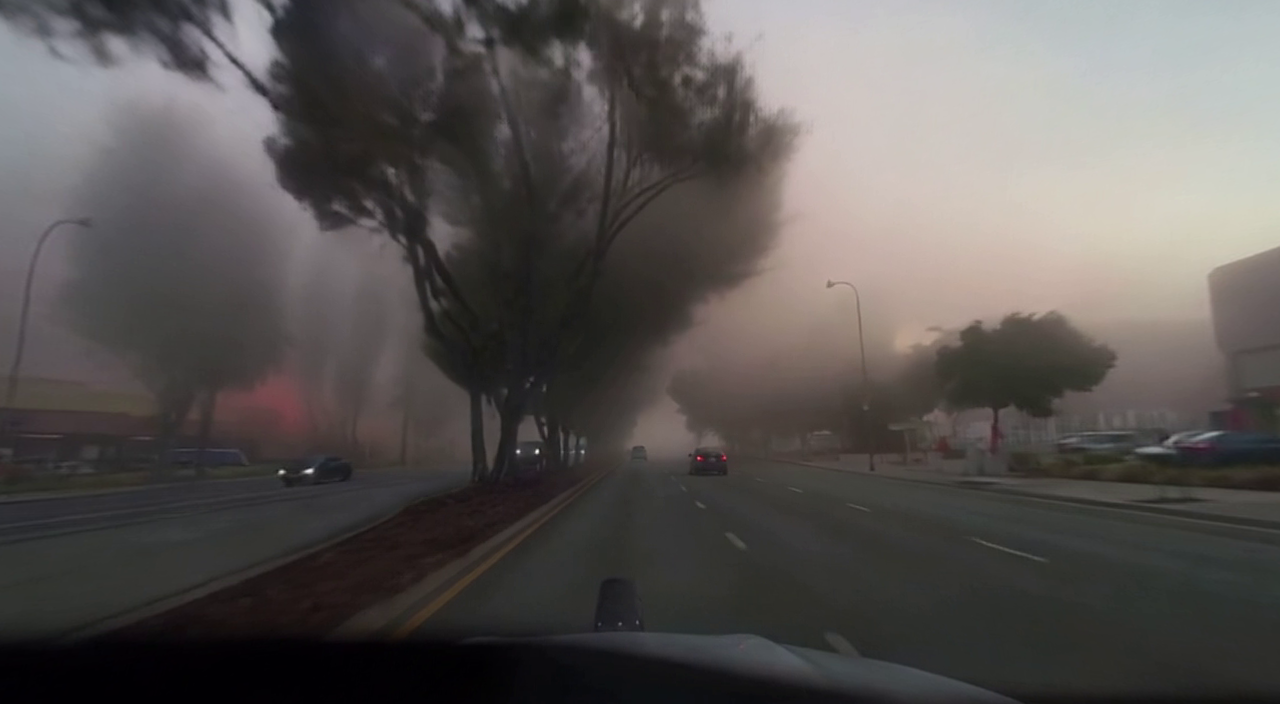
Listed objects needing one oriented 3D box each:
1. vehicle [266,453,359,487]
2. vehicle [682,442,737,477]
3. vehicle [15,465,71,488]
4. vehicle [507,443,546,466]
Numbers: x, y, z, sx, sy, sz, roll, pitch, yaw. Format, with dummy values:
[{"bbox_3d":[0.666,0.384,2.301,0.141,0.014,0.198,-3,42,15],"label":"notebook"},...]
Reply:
[{"bbox_3d":[-15.601,5.613,30.418,2.000,1.452,4.469,0,-9,1],"label":"vehicle"},{"bbox_3d":[3.157,5.006,29.631,1.983,1.482,4.463,0,-9,-1],"label":"vehicle"},{"bbox_3d":[-45.413,9.433,48.159,1.856,1.488,4.394,5,-10,-28],"label":"vehicle"},{"bbox_3d":[-8.870,8.087,49.863,2.157,1.720,4.563,0,-9,1],"label":"vehicle"}]
